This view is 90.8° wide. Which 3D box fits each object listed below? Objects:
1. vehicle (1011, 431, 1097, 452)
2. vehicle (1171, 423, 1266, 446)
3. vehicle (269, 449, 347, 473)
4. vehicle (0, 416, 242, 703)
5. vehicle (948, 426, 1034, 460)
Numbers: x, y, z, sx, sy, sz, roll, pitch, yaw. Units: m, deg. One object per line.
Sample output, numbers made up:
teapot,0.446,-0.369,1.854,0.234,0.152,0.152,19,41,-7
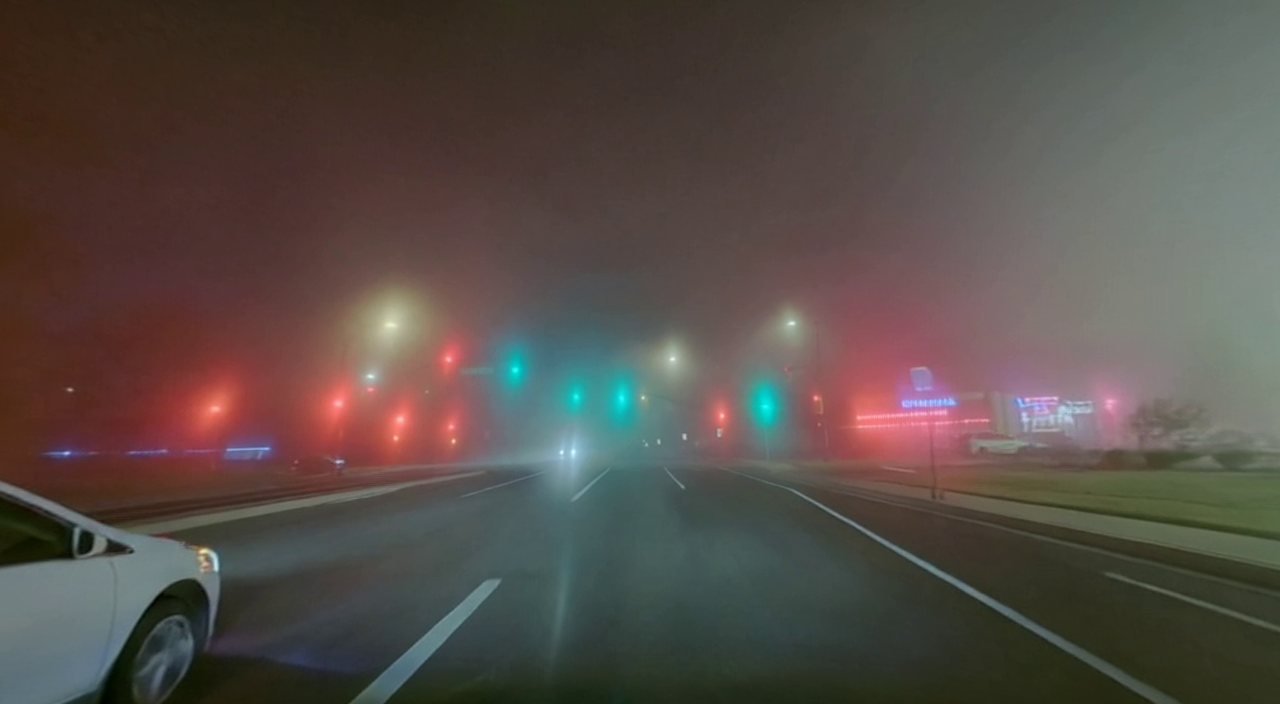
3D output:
vehicle,28.568,6.194,43.677,4.663,1.400,1.716,-1,-8,2
vehicle,39.575,5.670,43.283,4.491,1.456,1.844,-1,-9,3
vehicle,-25.159,8.277,48.024,4.727,1.719,2.095,-1,-8,2
vehicle,-2.910,0.746,0.754,1.874,1.424,4.553,0,-8,1
vehicle,18.656,4.873,33.843,1.879,1.643,4.484,0,-8,-3
